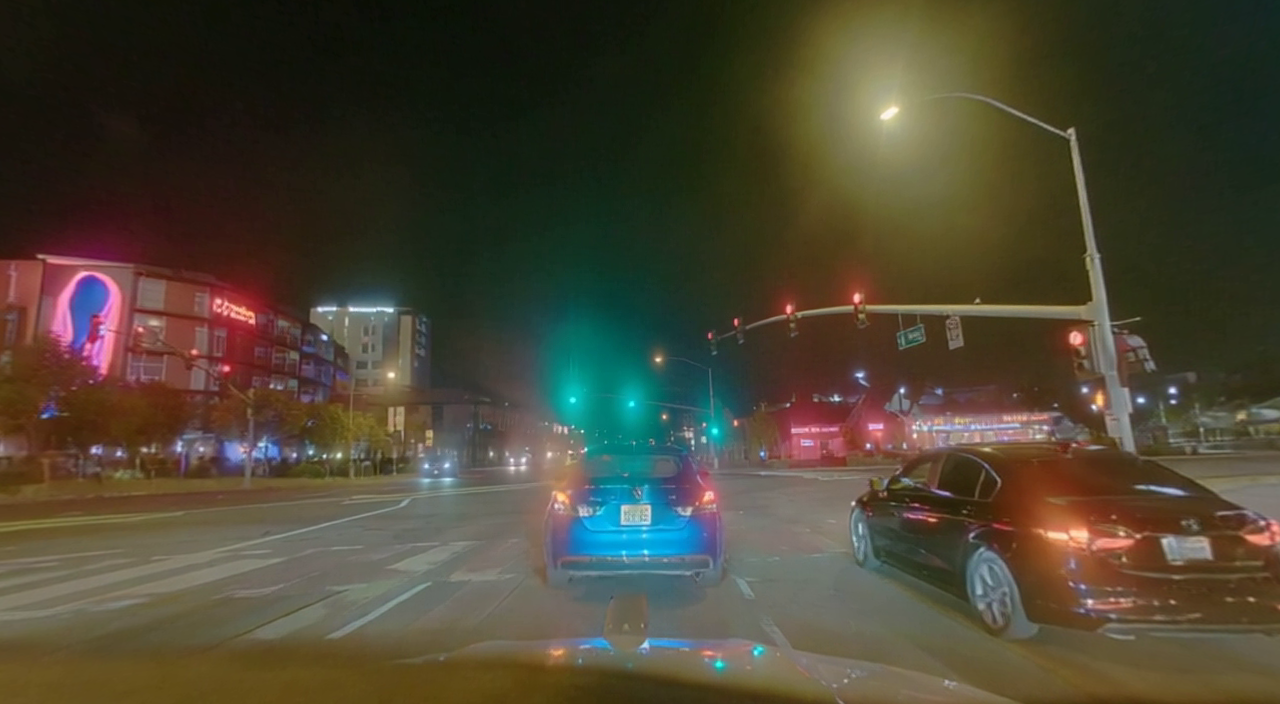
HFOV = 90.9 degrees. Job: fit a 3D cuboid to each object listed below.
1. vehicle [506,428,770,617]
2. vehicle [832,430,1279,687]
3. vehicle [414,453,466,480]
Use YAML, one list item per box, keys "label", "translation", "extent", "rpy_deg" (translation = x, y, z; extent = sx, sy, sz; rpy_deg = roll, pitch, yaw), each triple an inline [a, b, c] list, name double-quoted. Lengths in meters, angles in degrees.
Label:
- label: "vehicle"
  translation: [-0.054, 1.661, 7.124]
  extent: [2.094, 1.481, 4.078]
  rpy_deg: [0, -8, -1]
- label: "vehicle"
  translation: [3.351, 1.474, 5.680]
  extent: [1.860, 1.430, 4.089]
  rpy_deg: [0, -8, -1]
- label: "vehicle"
  translation: [-14.534, 8.351, 46.156]
  extent: [2.126, 1.782, 4.880]
  rpy_deg: [0, -8, 1]
